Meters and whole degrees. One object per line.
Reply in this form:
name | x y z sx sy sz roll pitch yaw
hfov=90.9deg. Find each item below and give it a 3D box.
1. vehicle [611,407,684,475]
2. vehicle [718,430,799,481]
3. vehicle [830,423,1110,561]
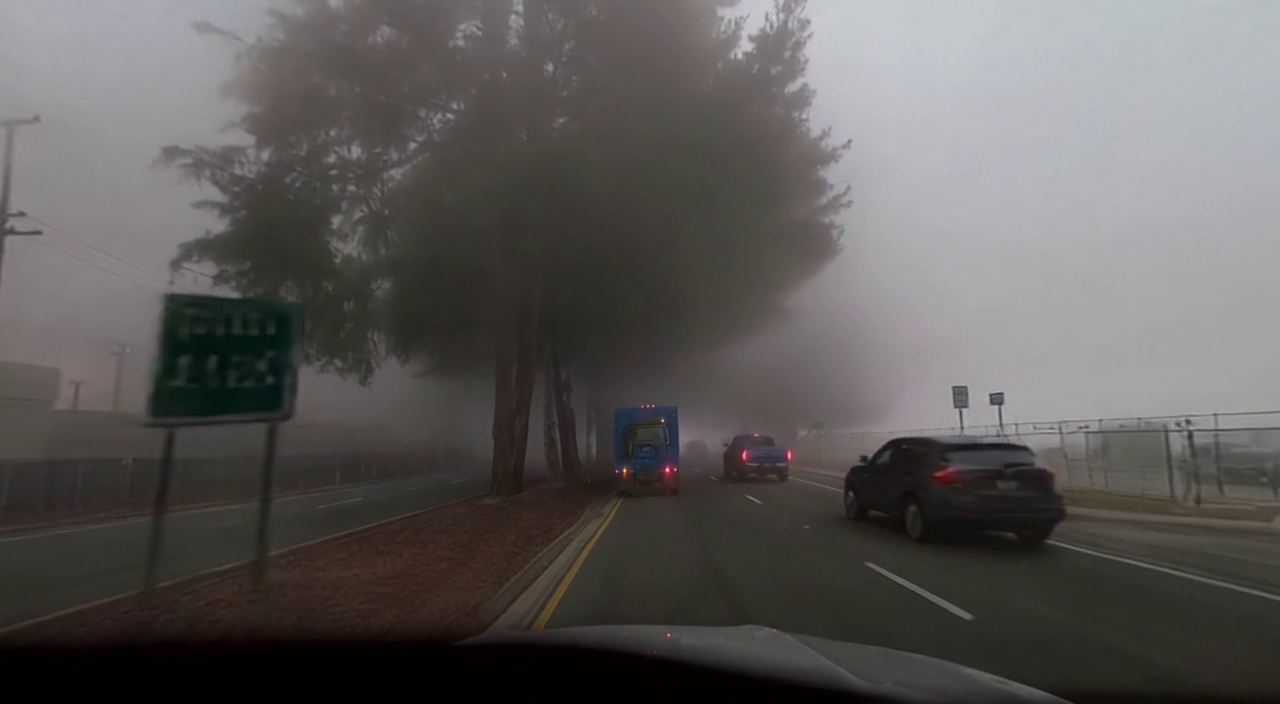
vehicle | 0.437 4.467 31.515 3.197 2.963 7.055 0 -8 2
vehicle | 4.675 4.170 25.734 2.375 1.857 5.100 0 -8 0
vehicle | 4.579 1.976 9.672 2.001 1.621 4.208 0 -8 0
